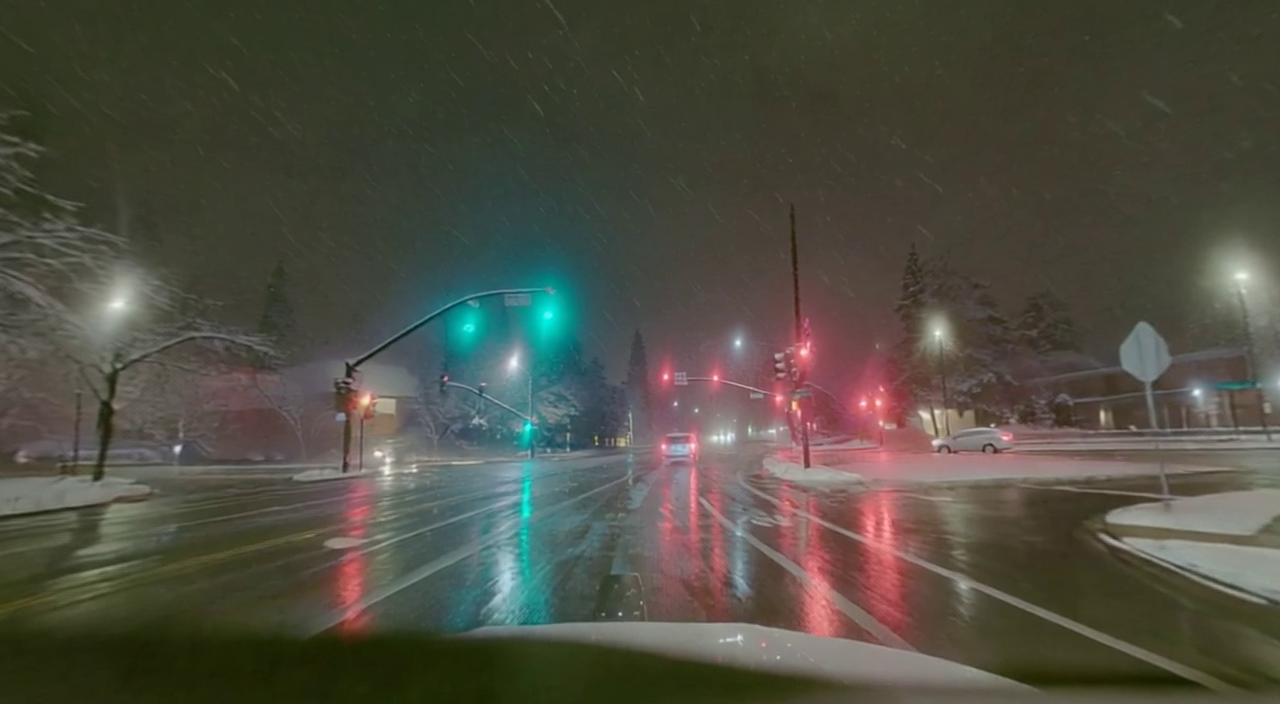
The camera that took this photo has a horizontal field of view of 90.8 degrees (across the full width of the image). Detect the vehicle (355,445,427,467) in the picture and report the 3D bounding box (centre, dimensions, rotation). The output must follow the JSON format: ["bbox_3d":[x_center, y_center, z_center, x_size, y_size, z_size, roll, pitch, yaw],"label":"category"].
[{"bbox_3d":[-17.979,7.457,45.566,4.643,1.485,2.016,-3,-9,21],"label":"vehicle"}]

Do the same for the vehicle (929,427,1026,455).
[{"bbox_3d":[20.533,5.445,38.701,4.952,1.517,1.997,-5,-7,22],"label":"vehicle"}]

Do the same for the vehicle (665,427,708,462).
[{"bbox_3d":[2.707,5.238,35.782,2.230,1.827,4.298,-1,-8,7],"label":"vehicle"}]

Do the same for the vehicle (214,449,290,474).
[{"bbox_3d":[-25.658,7.212,41.781,4.359,1.508,1.980,-3,-9,21],"label":"vehicle"}]

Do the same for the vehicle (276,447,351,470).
[{"bbox_3d":[-22.544,7.300,43.561,4.601,1.521,1.941,-3,-9,21],"label":"vehicle"}]
